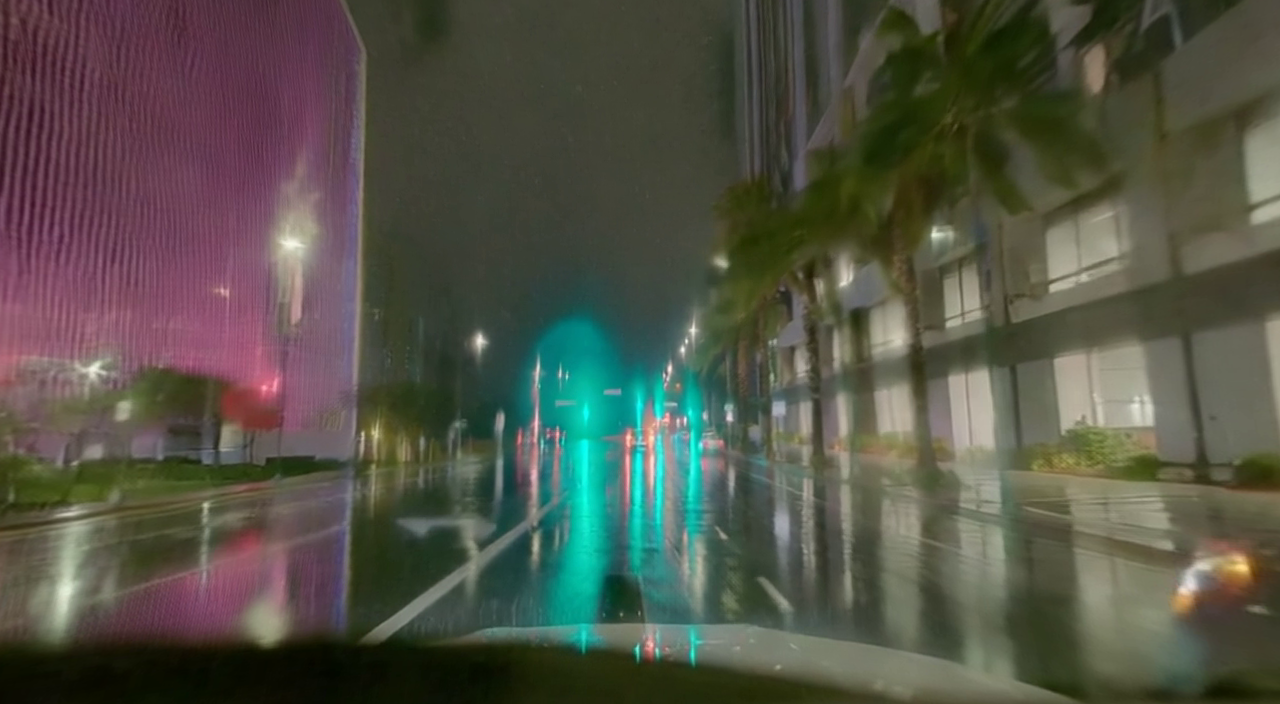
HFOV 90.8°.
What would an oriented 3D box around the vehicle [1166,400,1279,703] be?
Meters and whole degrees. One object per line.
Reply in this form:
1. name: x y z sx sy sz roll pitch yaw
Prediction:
1. vehicle: 3.223 0.641 0.330 1.990 1.476 4.491 0 -8 -1
